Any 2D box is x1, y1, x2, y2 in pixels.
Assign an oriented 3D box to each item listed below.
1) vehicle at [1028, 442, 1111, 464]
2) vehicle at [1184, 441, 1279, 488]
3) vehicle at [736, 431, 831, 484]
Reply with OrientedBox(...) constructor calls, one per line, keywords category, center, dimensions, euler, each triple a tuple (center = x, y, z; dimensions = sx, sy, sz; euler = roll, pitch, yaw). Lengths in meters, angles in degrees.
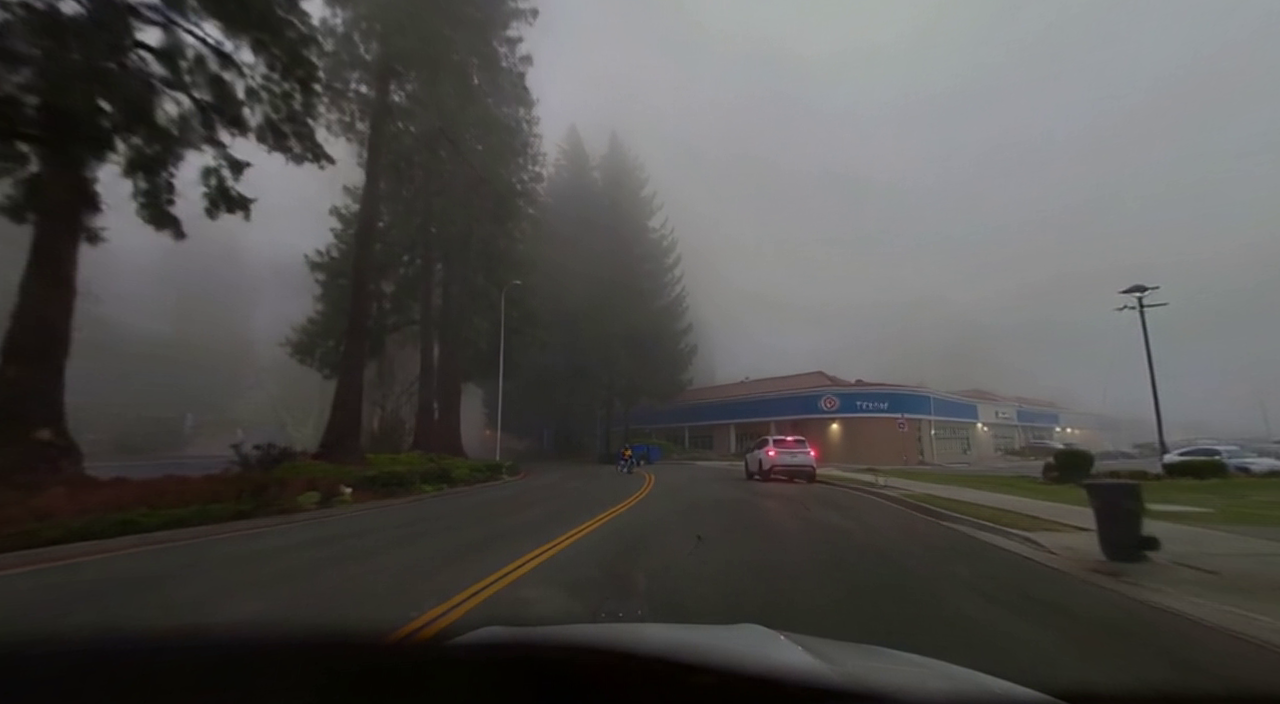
OrientedBox(category="vehicle", center=(32.732, 7.664, 48.239), dimensions=(1.815, 1.574, 4.800), euler=(5, -10, -32))
OrientedBox(category="vehicle", center=(23.561, 4.371, 24.901), dimensions=(4.545, 1.640, 1.866), euler=(5, -10, -33))
OrientedBox(category="vehicle", center=(5.223, 3.943, 23.892), dimensions=(2.292, 1.767, 5.128), euler=(0, -8, -1))
